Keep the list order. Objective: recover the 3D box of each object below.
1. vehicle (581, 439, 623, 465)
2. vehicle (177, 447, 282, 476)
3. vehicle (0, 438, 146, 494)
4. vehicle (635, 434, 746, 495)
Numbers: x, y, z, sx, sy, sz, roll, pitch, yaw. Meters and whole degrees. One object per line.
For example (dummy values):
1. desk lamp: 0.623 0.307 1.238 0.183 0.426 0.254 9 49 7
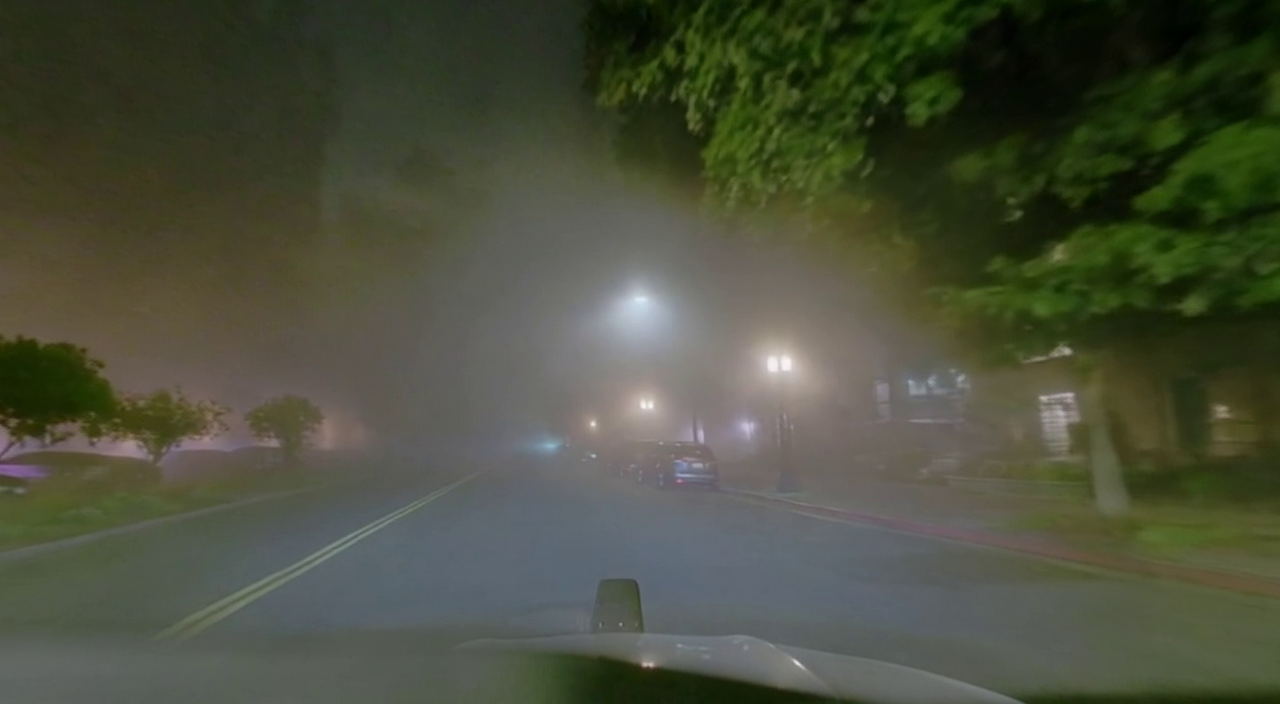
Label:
1. vehicle: -2.508 6.319 40.044 1.952 1.538 5.215 1 -8 -11
2. vehicle: -22.082 5.869 34.046 4.491 1.455 1.959 -2 -8 8
3. vehicle: -18.869 3.627 20.314 4.444 1.647 2.117 -2 -8 10
4. vehicle: 1.295 3.262 18.737 1.933 1.528 5.006 1 -9 -12
